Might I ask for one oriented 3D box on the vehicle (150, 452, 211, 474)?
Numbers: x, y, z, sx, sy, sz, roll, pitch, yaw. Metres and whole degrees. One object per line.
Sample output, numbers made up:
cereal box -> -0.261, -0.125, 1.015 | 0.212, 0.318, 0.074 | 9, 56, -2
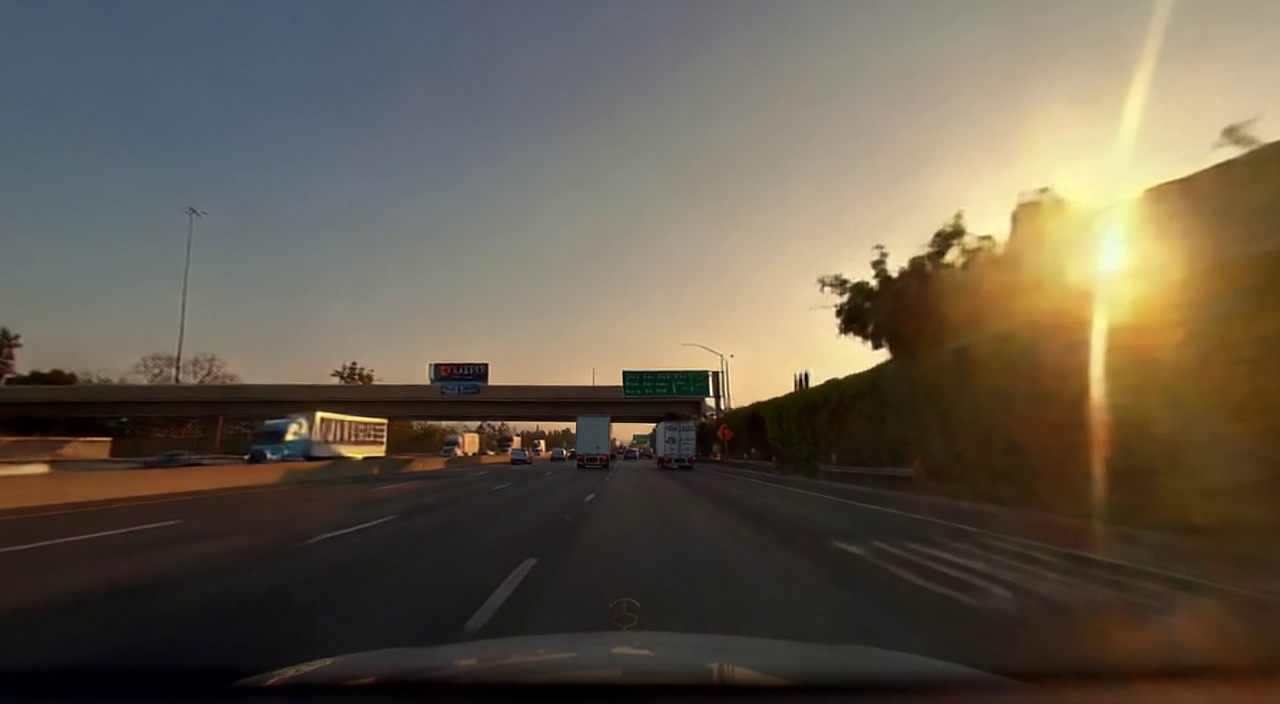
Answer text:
vehicle -> -30.432, 7.356, 42.012 | 1.517, 1.361, 3.423 | 0, -9, -2

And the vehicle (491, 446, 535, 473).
vehicle -> -8.164, 6.929, 40.979 | 2.132, 1.679, 4.045 | 0, -9, -3

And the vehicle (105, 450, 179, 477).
vehicle -> -26.958, 6.015, 34.350 | 1.447, 1.339, 3.236 | -1, -9, -2

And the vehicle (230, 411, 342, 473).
vehicle -> -23.645, 6.127, 42.950 | 3.008, 3.765, 8.086 | 0, -9, -1
